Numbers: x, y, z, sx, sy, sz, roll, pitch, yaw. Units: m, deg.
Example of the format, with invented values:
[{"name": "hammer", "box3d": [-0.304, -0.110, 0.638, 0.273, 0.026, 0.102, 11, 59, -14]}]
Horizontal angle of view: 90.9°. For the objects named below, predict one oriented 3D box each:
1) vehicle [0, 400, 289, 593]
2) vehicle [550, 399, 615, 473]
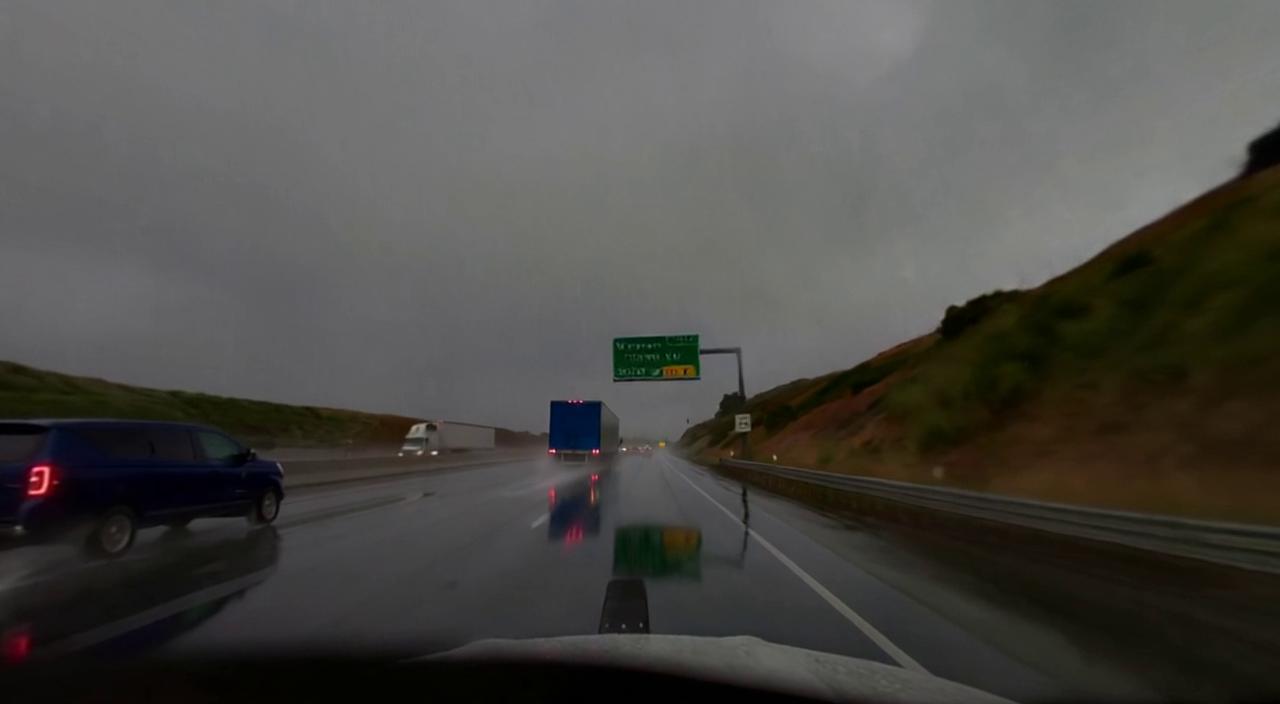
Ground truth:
[{"name": "vehicle", "box3d": [-7.327, 1.746, 8.483, 2.175, 1.860, 5.236, 0, -8, 0]}, {"name": "vehicle", "box3d": [-3.474, 5.745, 42.664, 2.893, 4.073, 15.281, 0, -8, 0]}]
